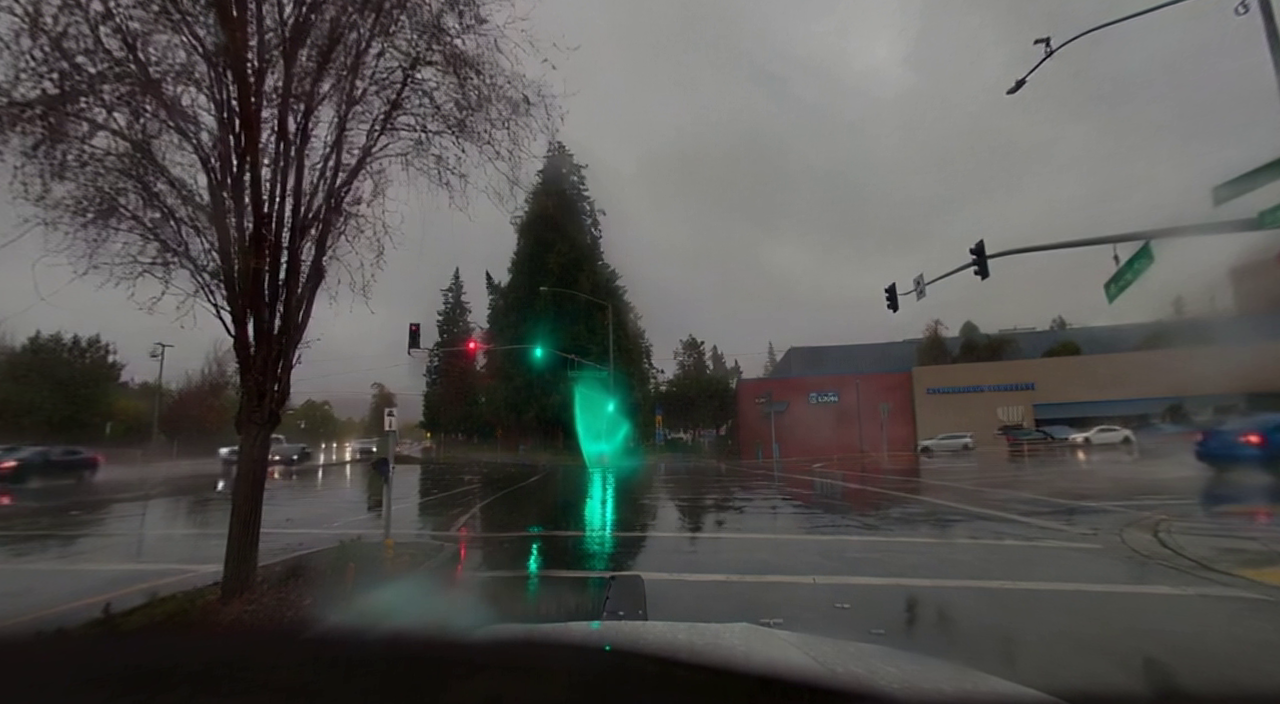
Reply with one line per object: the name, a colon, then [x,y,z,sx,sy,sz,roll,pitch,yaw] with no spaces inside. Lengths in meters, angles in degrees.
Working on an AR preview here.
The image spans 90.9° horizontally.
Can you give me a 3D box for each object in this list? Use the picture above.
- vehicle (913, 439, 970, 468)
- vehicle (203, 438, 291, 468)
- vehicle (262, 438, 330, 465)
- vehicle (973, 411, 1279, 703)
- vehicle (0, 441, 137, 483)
vehicle: [16.974,5.685,35.373,1.930,1.492,4.703,-7,-10,36]
vehicle: [-27.341,7.057,44.233,2.233,1.889,6.305,0,-8,-1]
vehicle: [-23.555,6.840,43.382,2.111,1.742,4.757,0,-8,-2]
vehicle: [4.110,1.070,3.319,1.940,1.487,4.562,0,-8,-5]
vehicle: [-22.493,4.218,24.433,2.206,1.447,4.697,0,-8,-2]
